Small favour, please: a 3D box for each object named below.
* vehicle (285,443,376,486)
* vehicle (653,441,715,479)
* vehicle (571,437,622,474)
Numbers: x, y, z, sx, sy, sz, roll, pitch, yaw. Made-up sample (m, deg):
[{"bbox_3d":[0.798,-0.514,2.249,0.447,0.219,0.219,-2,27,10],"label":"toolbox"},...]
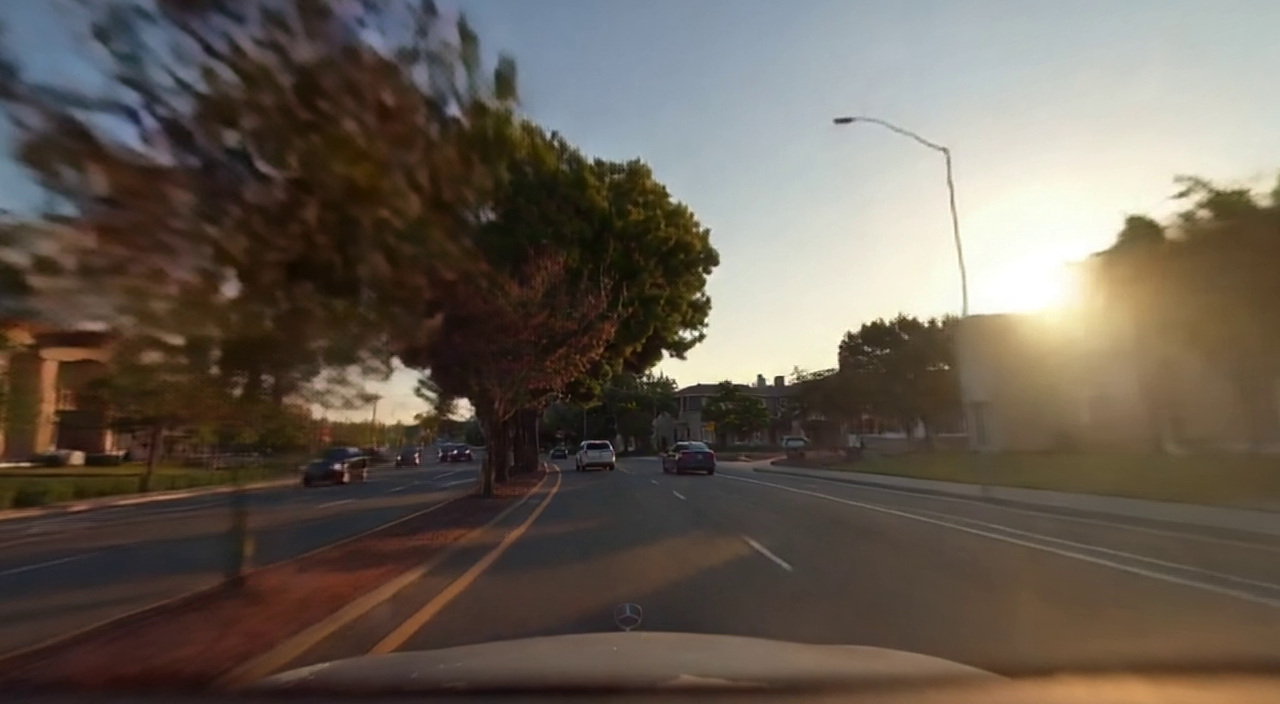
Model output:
[{"bbox_3d":[-14.579,5.289,29.946,2.162,1.848,5.214,1,-9,-7],"label":"vehicle"},{"bbox_3d":[1.839,4.747,27.886,1.915,1.495,4.880,1,-9,-6],"label":"vehicle"},{"bbox_3d":[-2.346,5.389,32.766,2.165,1.783,4.391,2,-9,-10],"label":"vehicle"}]
